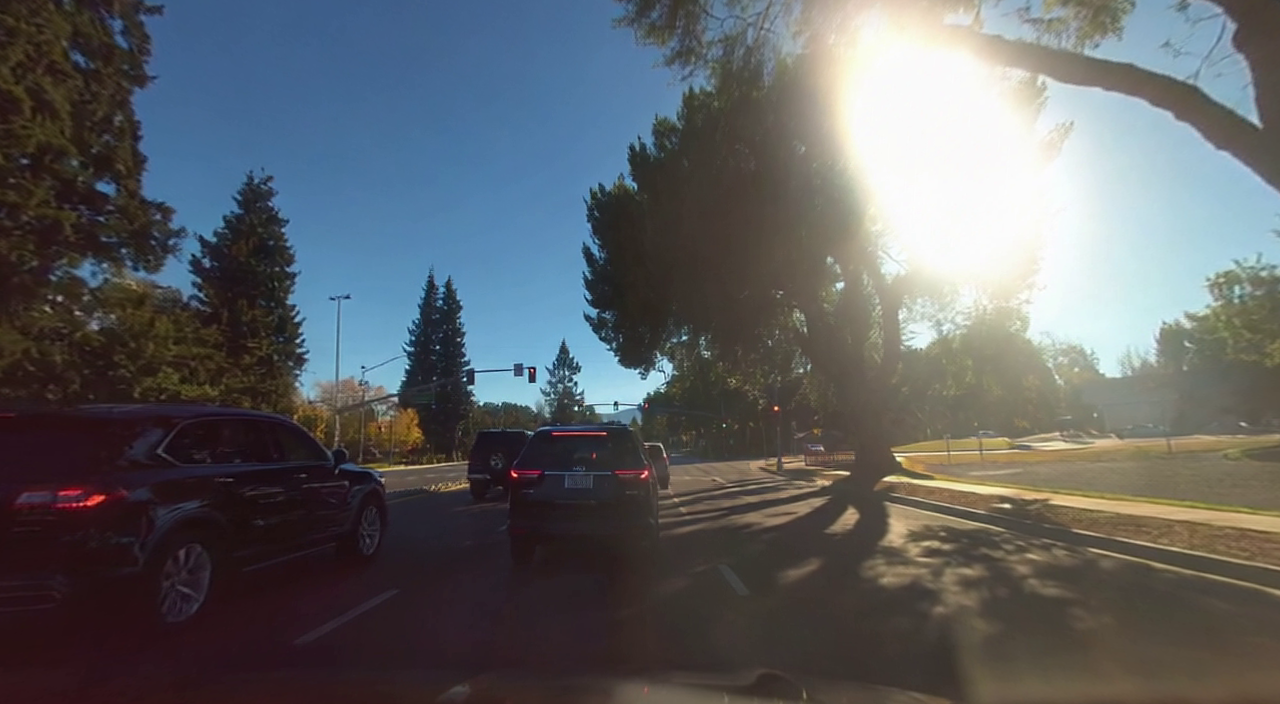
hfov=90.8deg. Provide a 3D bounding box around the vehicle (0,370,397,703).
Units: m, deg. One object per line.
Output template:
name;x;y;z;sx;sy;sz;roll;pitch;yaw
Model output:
vehicle;-4.016;1.250;5.375;2.009;1.673;4.454;0;-8;1

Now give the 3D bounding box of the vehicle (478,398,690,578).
vehicle;-0.502;1.740;8.953;2.131;1.793;5.016;0;-8;2
